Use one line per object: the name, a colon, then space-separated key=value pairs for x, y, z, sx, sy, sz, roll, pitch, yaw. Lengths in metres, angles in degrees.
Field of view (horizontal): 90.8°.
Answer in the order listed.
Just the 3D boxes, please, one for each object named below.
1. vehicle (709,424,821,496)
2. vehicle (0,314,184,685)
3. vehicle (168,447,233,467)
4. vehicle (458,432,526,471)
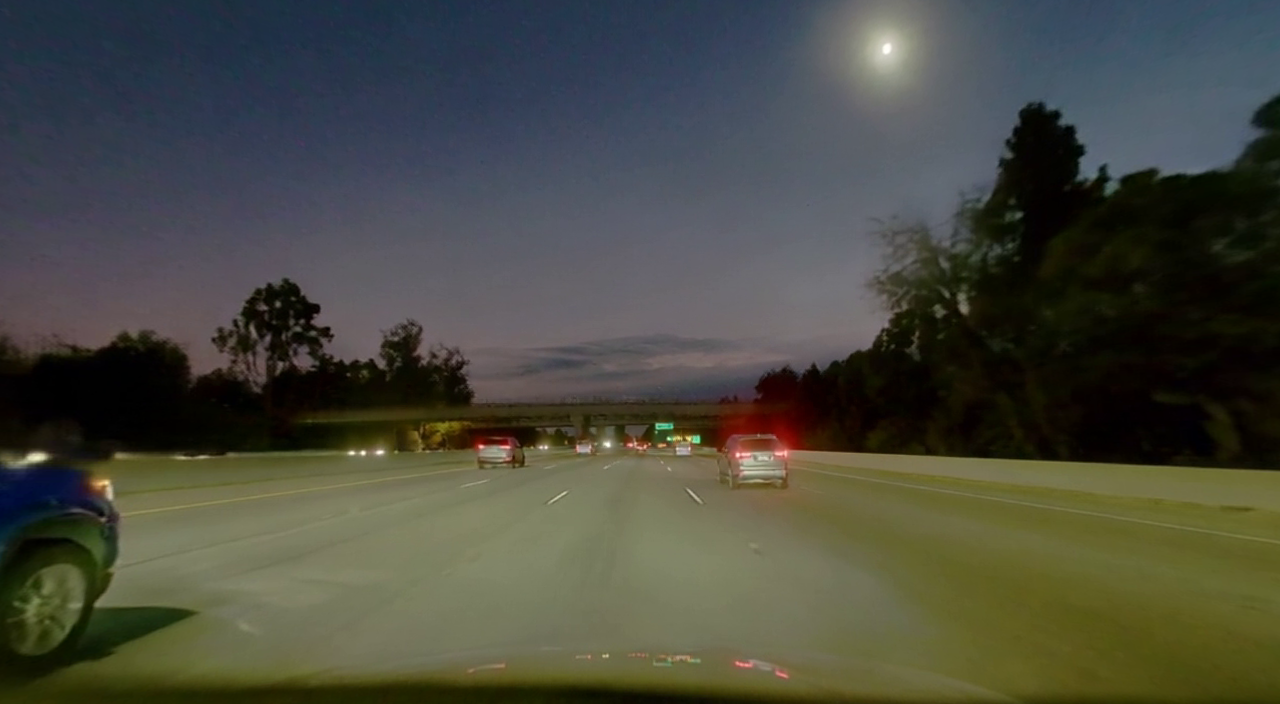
vehicle: x=3.356 y=3.016 z=17.945 sx=2.185 sy=1.749 sz=4.477 roll=0 pitch=-8 yaw=-1
vehicle: x=-4.277 y=0.583 z=2.055 sx=2.018 sy=1.872 sz=4.728 roll=0 pitch=-8 yaw=0
vehicle: x=-32.915 y=7.865 z=47.410 sx=1.845 sy=1.413 sz=4.179 roll=0 pitch=-8 yaw=0
vehicle: x=-7.477 y=5.108 z=32.467 sx=2.193 sy=1.818 sz=4.995 roll=0 pitch=-8 yaw=1
